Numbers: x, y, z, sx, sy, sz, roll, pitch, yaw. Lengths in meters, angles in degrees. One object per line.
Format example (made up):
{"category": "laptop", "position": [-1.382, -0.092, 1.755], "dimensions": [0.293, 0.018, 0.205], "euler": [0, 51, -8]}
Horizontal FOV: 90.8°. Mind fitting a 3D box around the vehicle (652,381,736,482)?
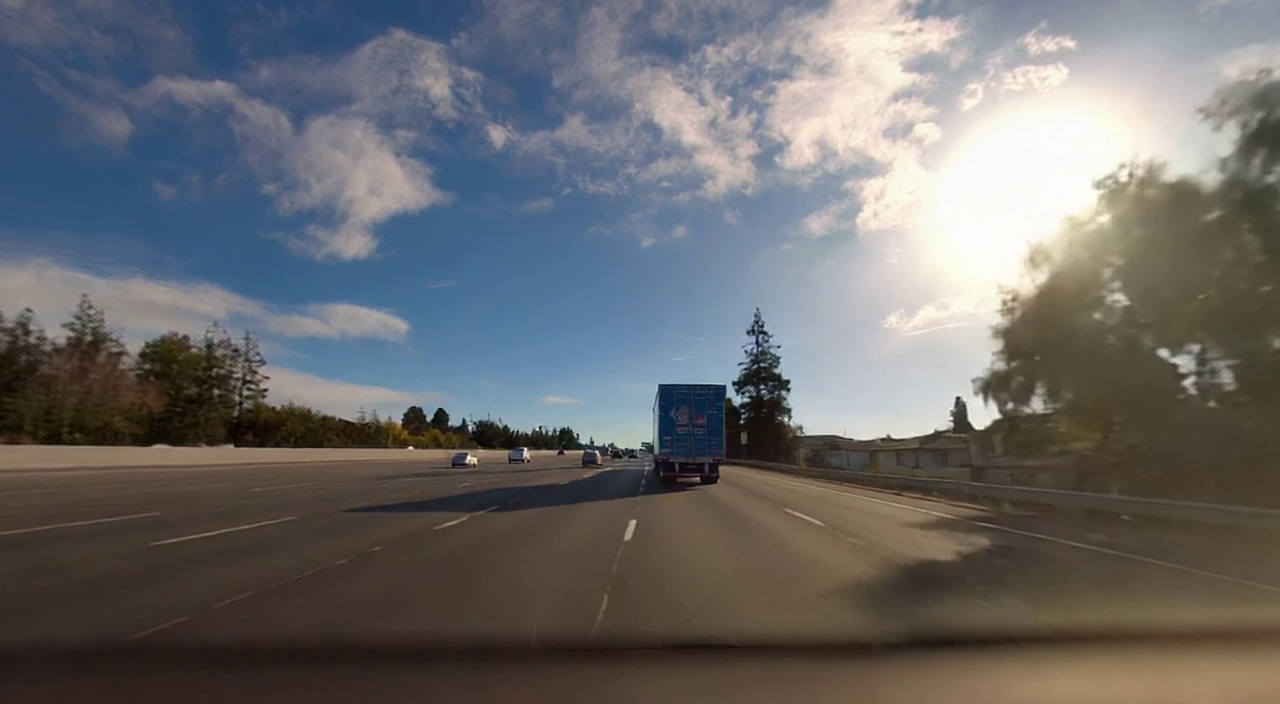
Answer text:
{"category": "vehicle", "position": [2.334, 4.432, 33.638], "dimensions": [3.140, 4.100, 15.551], "euler": [0, -9, 0]}
